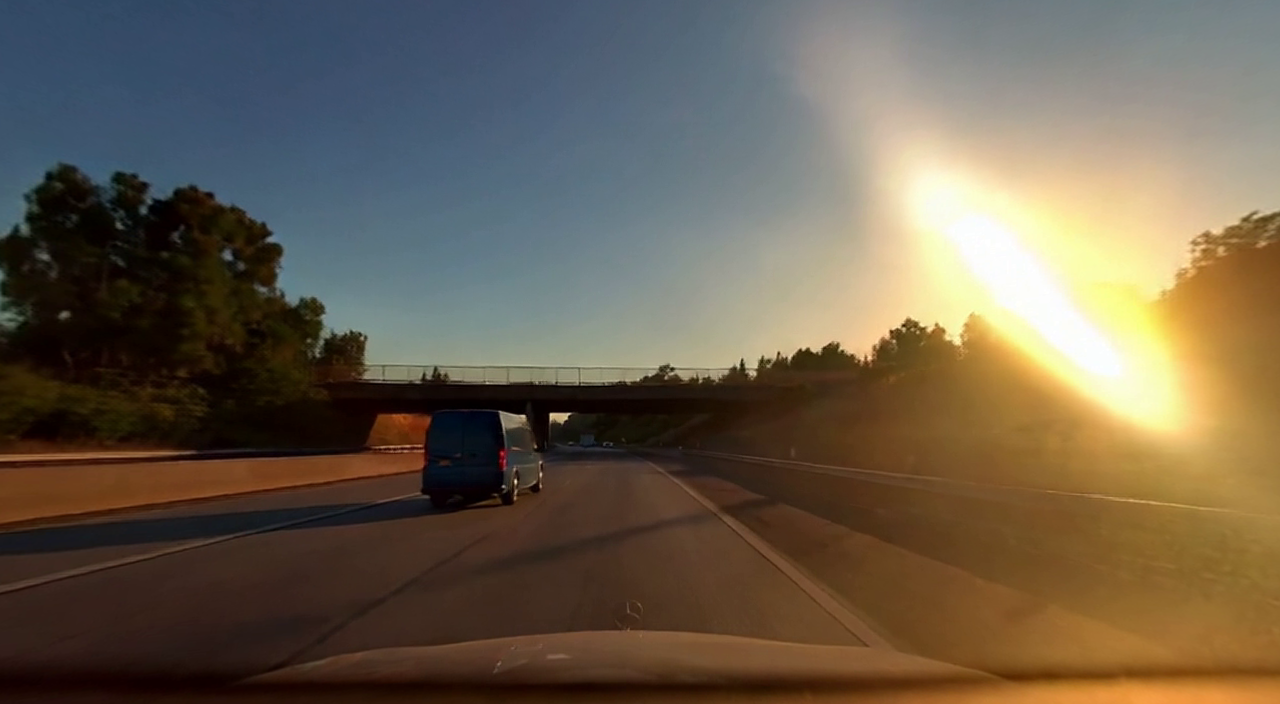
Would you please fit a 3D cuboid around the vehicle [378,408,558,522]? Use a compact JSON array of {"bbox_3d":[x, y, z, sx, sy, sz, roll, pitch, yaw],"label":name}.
[{"bbox_3d":[-3.239,2.281,13.214,2.372,1.891,5.061,0,-8,0],"label":"vehicle"}]
